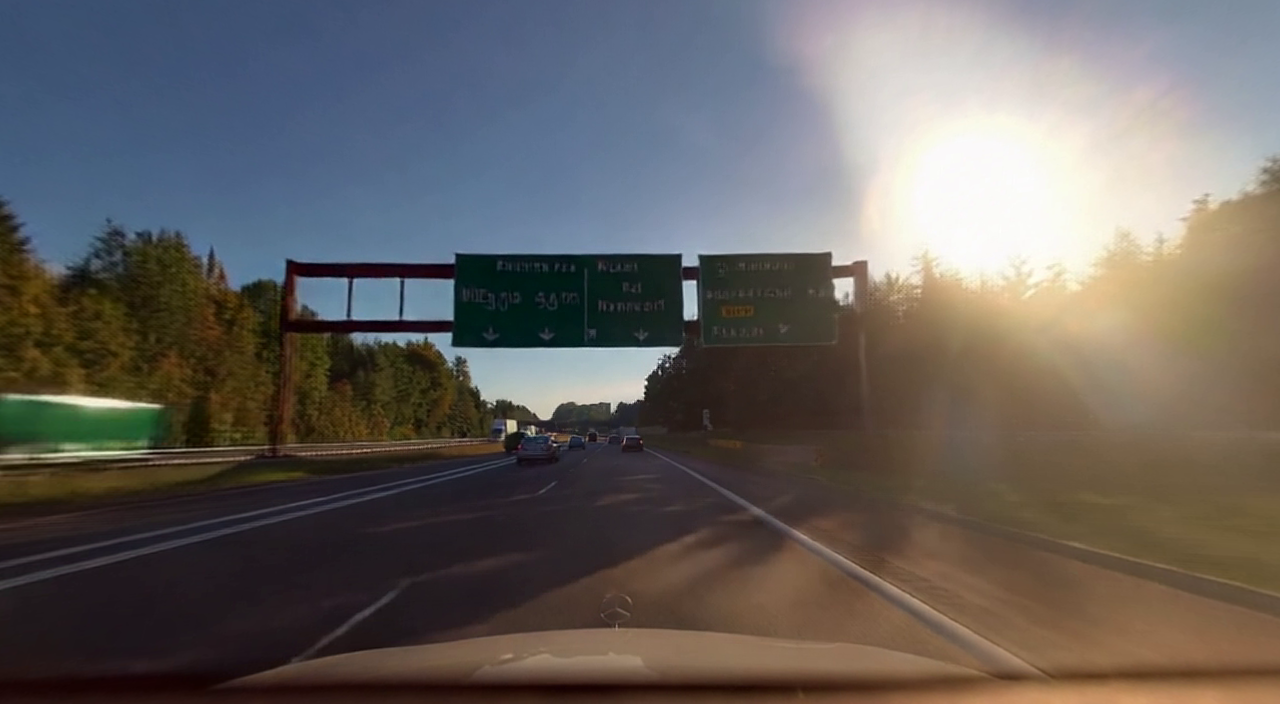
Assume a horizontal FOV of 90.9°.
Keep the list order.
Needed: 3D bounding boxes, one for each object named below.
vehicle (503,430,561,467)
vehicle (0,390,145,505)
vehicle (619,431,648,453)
[{"bbox_3d":[-4.712,4.255,28.039,1.959,1.514,3.668,0,-8,-1],"label":"vehicle"},{"bbox_3d":[-17.386,2.557,17.005,2.615,2.860,6.648,0,-8,-1],"label":"vehicle"},{"bbox_3d":[-0.517,6.774,47.669,2.139,1.561,4.060,0,-8,-1],"label":"vehicle"}]
